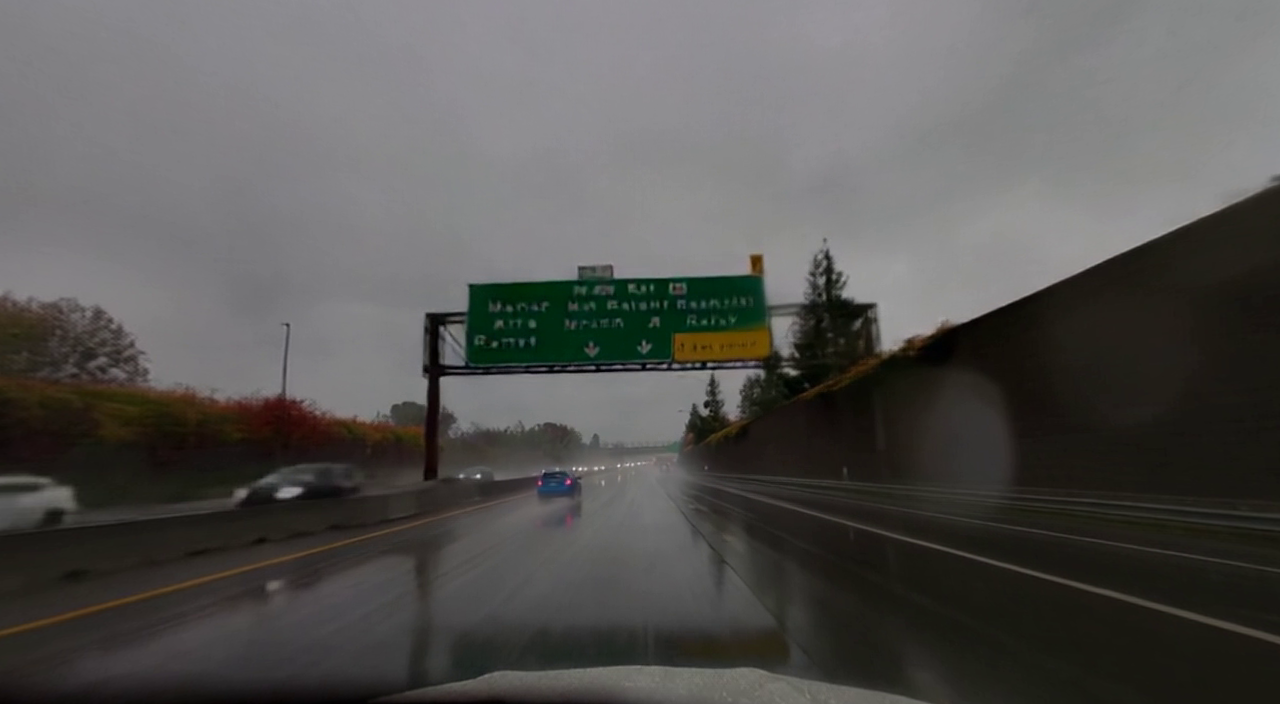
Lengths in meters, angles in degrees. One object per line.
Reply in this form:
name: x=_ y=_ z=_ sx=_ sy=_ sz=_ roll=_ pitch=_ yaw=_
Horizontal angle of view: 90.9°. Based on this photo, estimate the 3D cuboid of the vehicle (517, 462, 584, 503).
vehicle: x=-3.560 y=5.296 z=25.859 sx=2.045 sy=1.487 sz=4.582 roll=0 pitch=-10 yaw=1

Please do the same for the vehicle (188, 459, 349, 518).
vehicle: x=-10.631 y=3.934 z=18.537 sx=2.012 sy=1.473 sz=4.459 roll=0 pitch=-10 yaw=0
